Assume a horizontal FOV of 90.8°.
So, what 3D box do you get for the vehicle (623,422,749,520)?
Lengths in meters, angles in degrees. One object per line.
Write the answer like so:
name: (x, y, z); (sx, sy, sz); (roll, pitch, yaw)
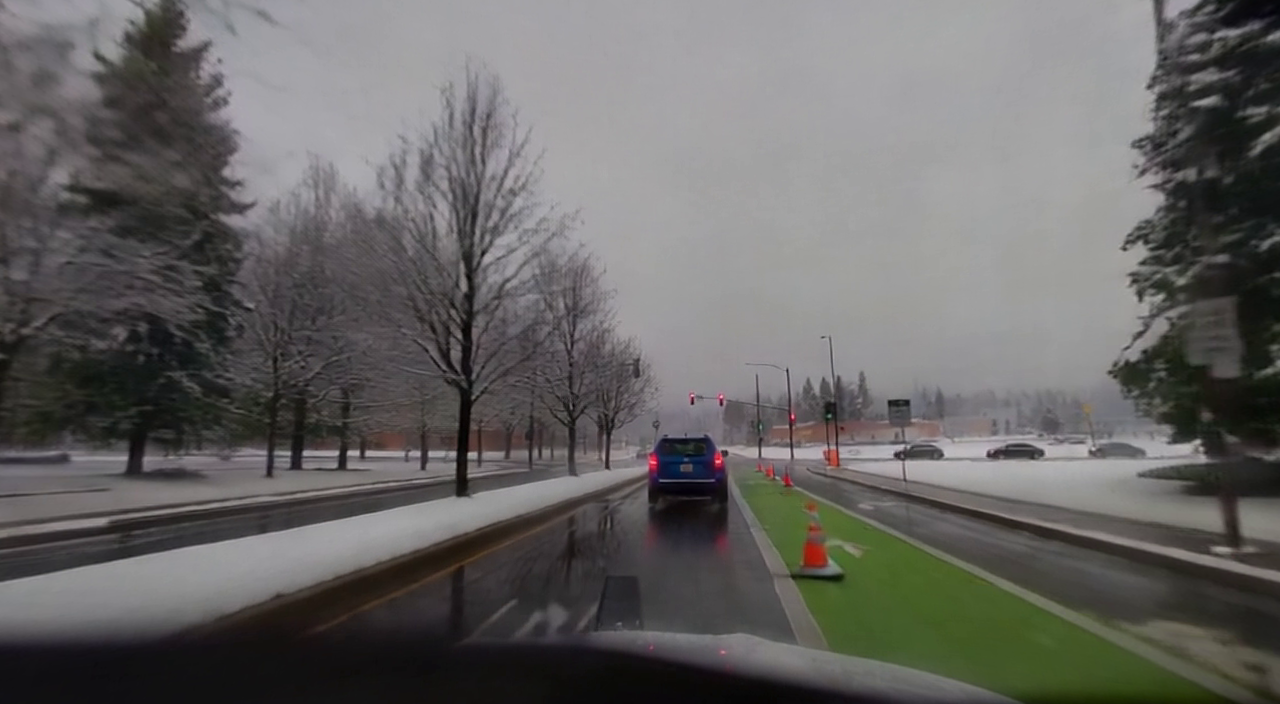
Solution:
vehicle: (1.086, 2.558, 14.141); (2.339, 1.790, 4.629); (-1, -9, 6)
